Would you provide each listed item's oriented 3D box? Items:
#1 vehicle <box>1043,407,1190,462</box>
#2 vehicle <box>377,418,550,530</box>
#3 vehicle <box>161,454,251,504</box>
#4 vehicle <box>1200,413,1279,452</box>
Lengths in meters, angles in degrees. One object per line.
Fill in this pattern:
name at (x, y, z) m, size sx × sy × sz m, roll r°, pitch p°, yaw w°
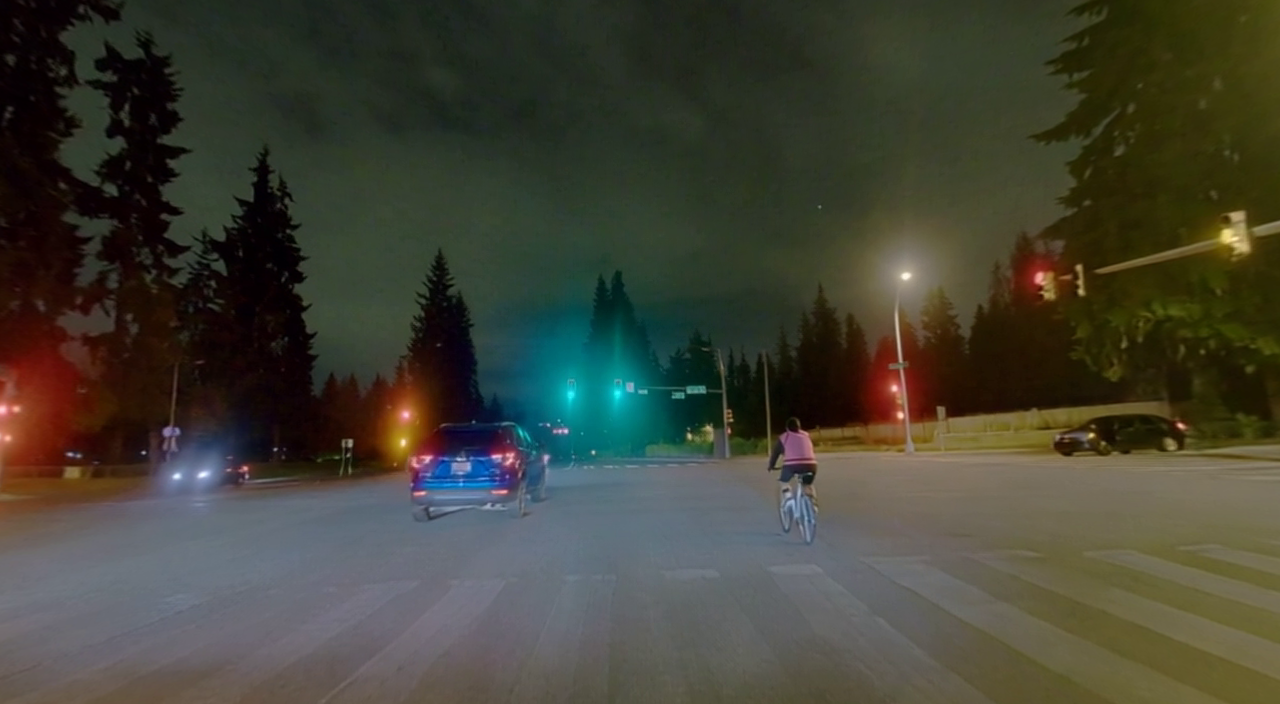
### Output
vehicle at (18.630, 3.258, 24.754) m, size 4.237 × 1.948 × 1.997 m, roll 0°, pitch -9°, yaw -9°
vehicle at (-3.148, 2.285, 12.400) m, size 2.049 × 1.756 × 4.602 m, roll 0°, pitch -8°, yaw 0°
vehicle at (-15.301, 4.423, 22.481) m, size 2.171 × 1.474 × 4.513 m, roll 5°, pitch -10°, yaw -29°
vehicle at (25.839, 3.294, 25.649) m, size 4.716 × 1.507 × 1.904 m, roll 2°, pitch -8°, yaw -10°
